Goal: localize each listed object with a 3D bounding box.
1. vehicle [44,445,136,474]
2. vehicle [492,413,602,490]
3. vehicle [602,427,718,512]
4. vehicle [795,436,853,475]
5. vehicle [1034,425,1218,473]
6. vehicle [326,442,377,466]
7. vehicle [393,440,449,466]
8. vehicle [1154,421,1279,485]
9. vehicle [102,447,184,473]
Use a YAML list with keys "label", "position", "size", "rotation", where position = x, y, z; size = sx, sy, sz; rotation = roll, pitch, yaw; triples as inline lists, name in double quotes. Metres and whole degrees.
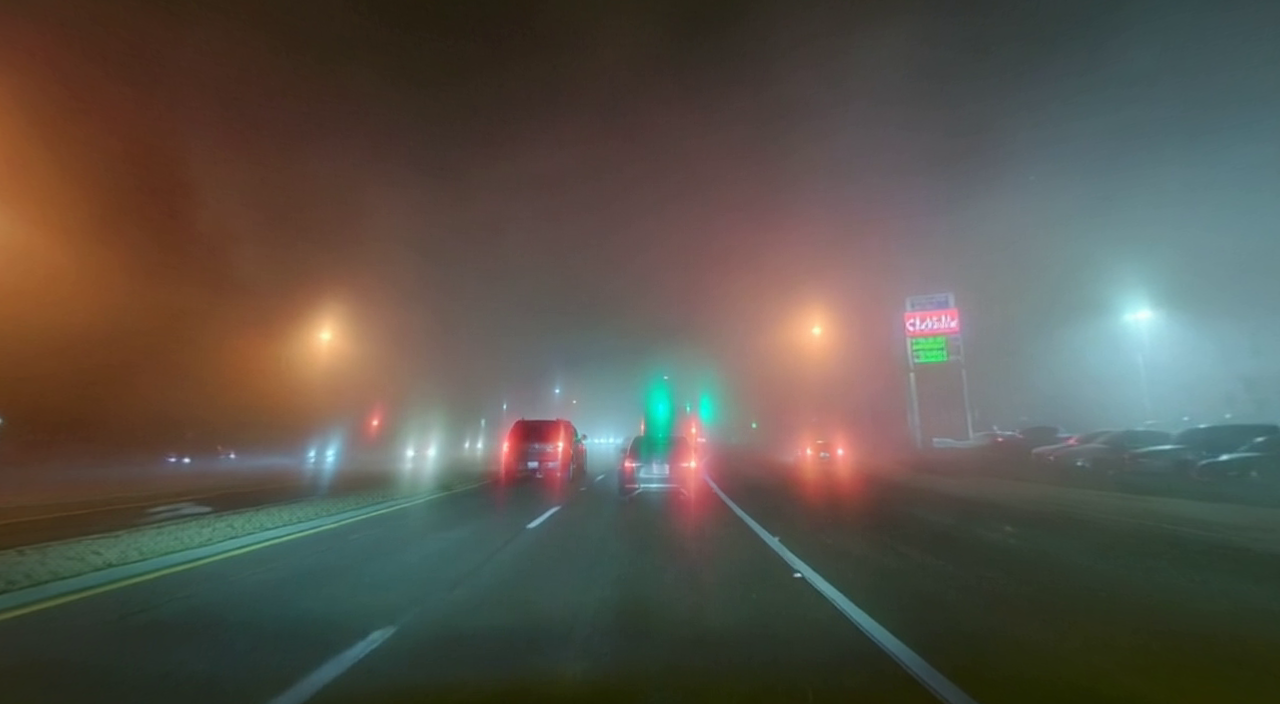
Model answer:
- label: "vehicle"
  position: [-31.997, 6.247, 36.801]
  size: [3.835, 1.549, 1.755]
  rotation: [6, -11, -37]
- label: "vehicle"
  position: [-2.538, 2.931, 18.762]
  size: [2.289, 1.935, 5.227]
  rotation: [0, -8, 2]
- label: "vehicle"
  position: [0.334, 2.400, 13.319]
  size: [2.061, 1.494, 4.079]
  rotation: [0, -8, -1]
- label: "vehicle"
  position: [7.863, 4.440, 27.308]
  size: [1.900, 1.507, 4.151]
  rotation: [-2, -8, 10]
- label: "vehicle"
  position: [15.630, 3.134, 20.440]
  size: [4.436, 1.466, 1.875]
  rotation: [0, -8, -2]
- label: "vehicle"
  position: [-21.544, 7.640, 47.302]
  size: [1.923, 1.703, 4.520]
  rotation: [0, -8, -3]
- label: "vehicle"
  position: [-12.800, 5.912, 37.111]
  size: [2.011, 1.456, 4.143]
  rotation: [0, -8, -3]
- label: "vehicle"
  position: [16.086, 2.537, 15.993]
  size: [4.323, 1.496, 1.937]
  rotation: [0, -8, 0]
- label: "vehicle"
  position: [-32.009, 6.954, 40.749]
  size: [3.937, 1.438, 1.873]
  rotation: [3, -10, -33]
